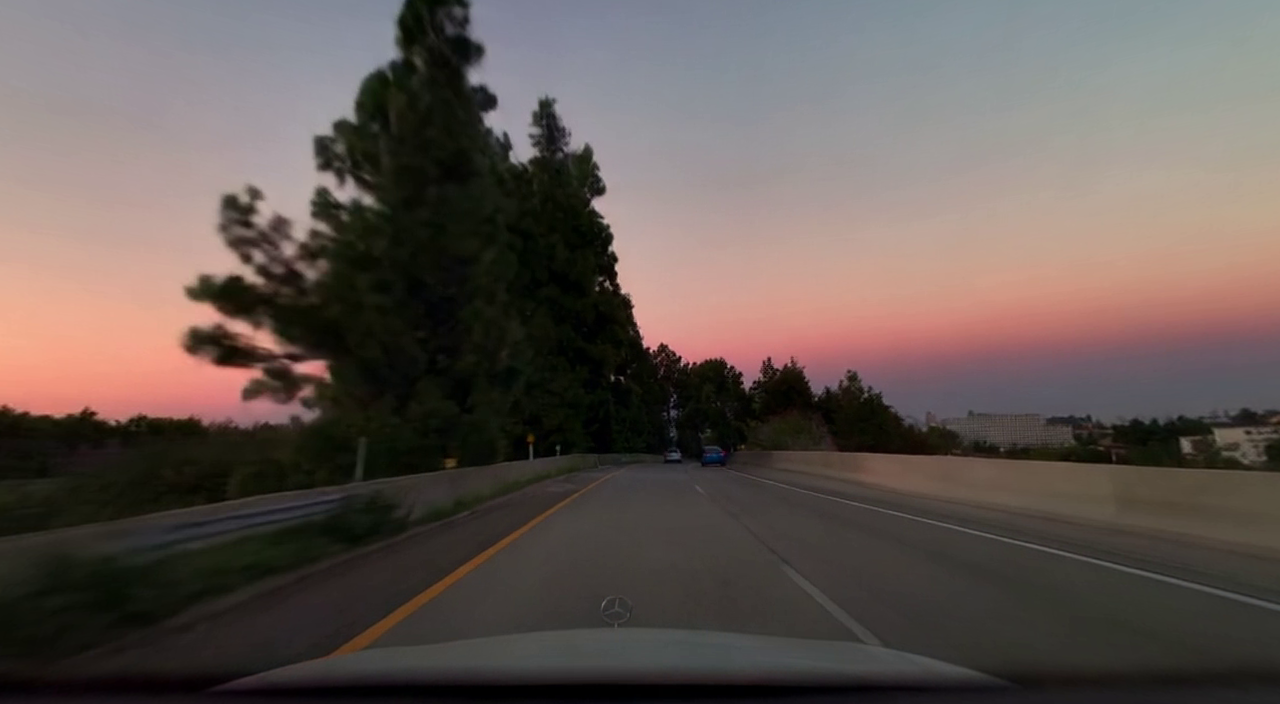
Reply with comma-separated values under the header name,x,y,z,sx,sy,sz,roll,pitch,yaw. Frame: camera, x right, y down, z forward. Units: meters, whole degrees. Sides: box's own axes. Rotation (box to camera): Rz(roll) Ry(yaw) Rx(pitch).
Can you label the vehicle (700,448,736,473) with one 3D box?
name,x,y,z,sx,sy,sz,roll,pitch,yaw
vehicle,5.075,7.122,41.712,2.030,1.526,4.165,0,-9,2
